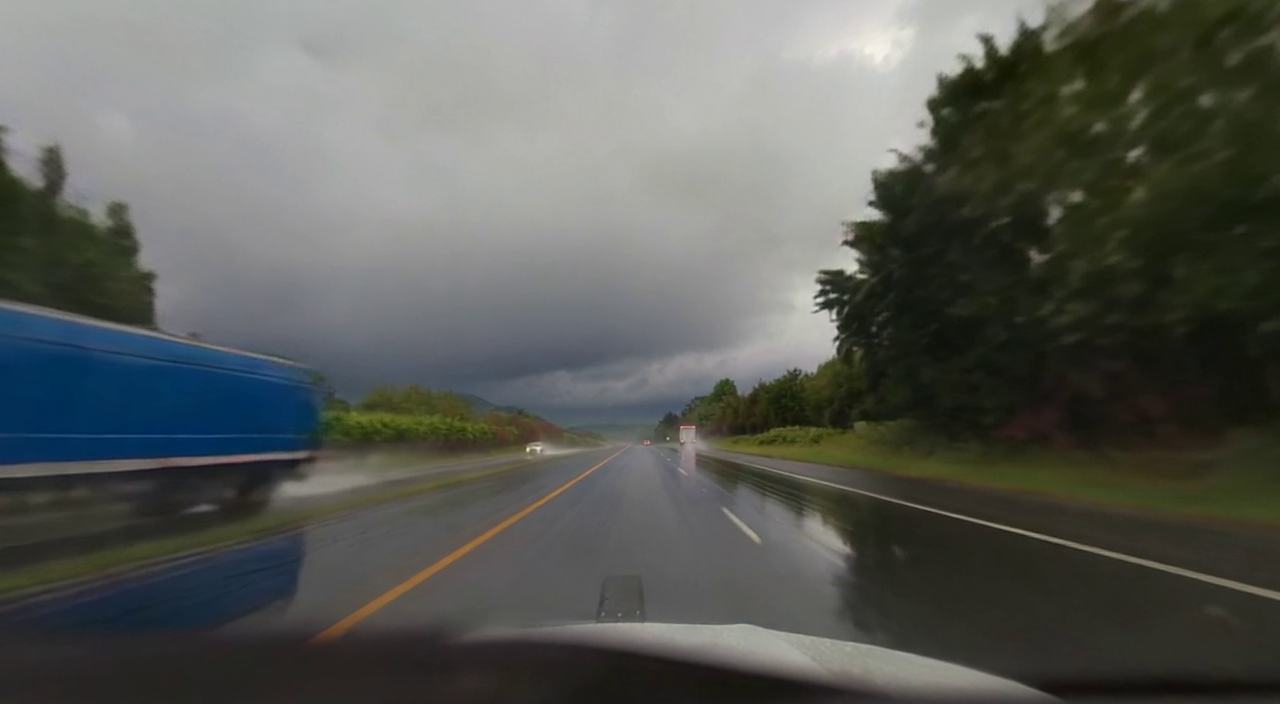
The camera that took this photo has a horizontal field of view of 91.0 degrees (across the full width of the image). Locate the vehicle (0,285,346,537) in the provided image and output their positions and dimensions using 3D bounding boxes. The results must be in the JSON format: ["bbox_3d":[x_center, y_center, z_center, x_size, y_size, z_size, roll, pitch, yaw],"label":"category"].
[{"bbox_3d":[-11.549,1.571,14.559,2.862,3.946,13.787,0,-8,0],"label":"vehicle"}]
